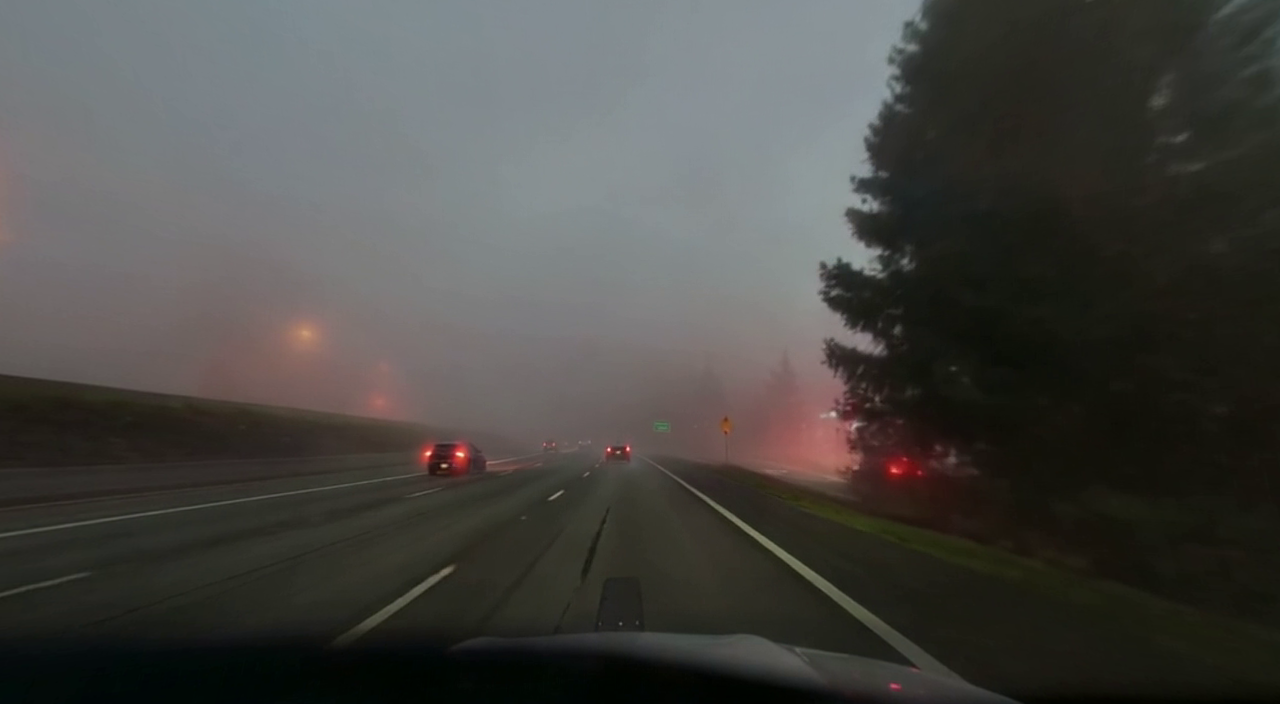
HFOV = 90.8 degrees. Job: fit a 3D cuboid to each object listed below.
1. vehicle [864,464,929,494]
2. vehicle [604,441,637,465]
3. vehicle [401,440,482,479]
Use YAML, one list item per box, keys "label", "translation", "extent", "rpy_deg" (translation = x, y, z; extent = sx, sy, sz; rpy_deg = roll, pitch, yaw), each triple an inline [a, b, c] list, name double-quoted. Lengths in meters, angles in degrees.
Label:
- label: "vehicle"
  translation: [17.445, 8.638, 43.203]
  extent: [2.023, 1.782, 4.193]
  rpy_deg: [2, -9, -12]
- label: "vehicle"
  translation: [-1.289, 6.479, 40.624]
  extent: [2.038, 1.414, 4.357]
  rpy_deg: [0, -9, -3]
- label: "vehicle"
  translation: [-8.119, 4.418, 26.266]
  extent: [2.009, 1.454, 4.250]
  rpy_deg: [0, -9, -1]
